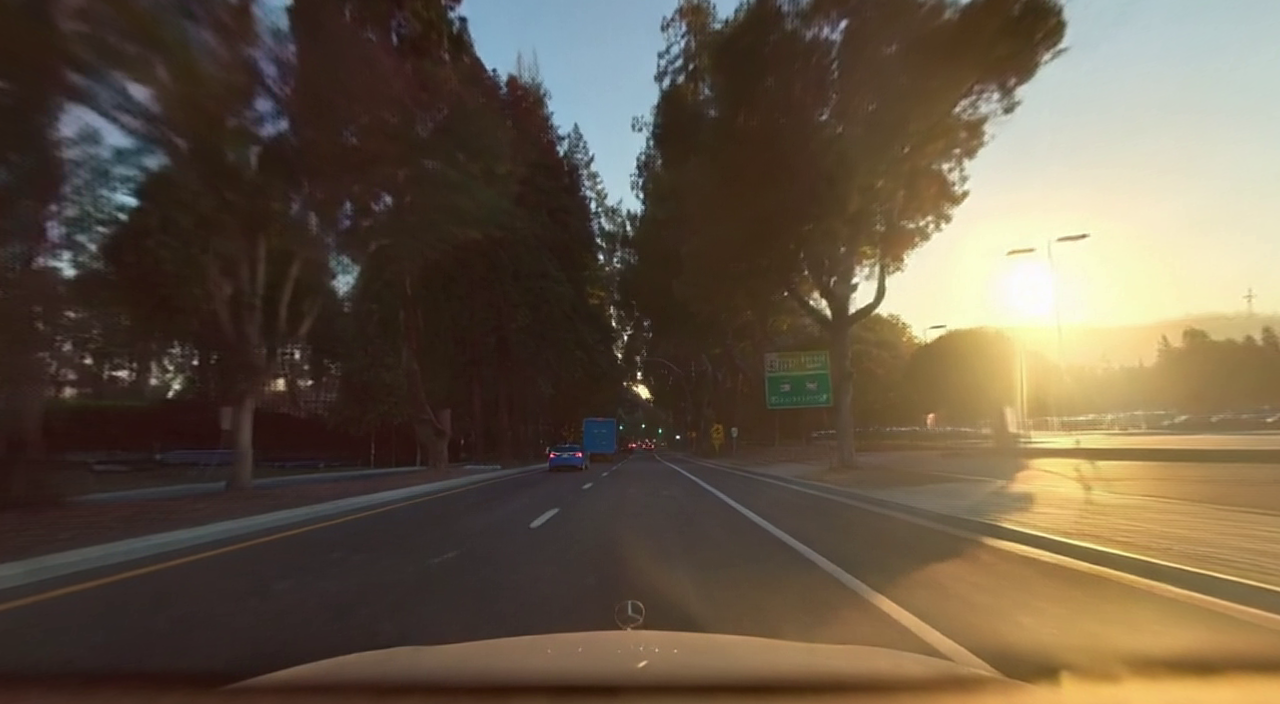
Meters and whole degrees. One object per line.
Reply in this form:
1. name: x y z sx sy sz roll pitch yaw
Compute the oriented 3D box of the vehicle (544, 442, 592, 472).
1. vehicle: -3.789 5.576 33.756 2.005 1.462 4.345 0 -8 1
